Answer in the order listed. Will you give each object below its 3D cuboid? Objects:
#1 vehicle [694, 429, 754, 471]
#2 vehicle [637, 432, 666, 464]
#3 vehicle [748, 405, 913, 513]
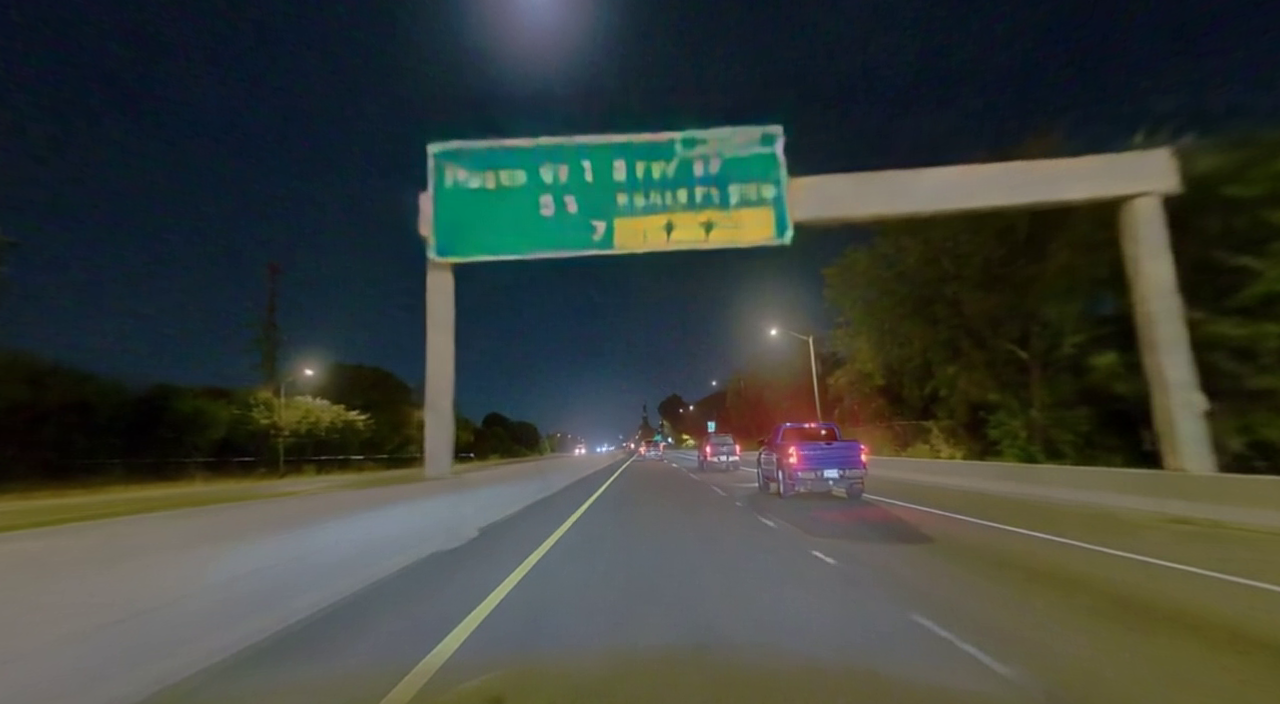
[{"bbox_3d":[4.567,5.460,35.253,2.594,2.155,5.670,0,-8,0],"label":"vehicle"},{"bbox_3d":[0.803,7.333,48.065,2.099,2.260,4.899,0,-8,0],"label":"vehicle"},{"bbox_3d":[4.117,2.438,14.758,2.145,2.069,5.057,0,-8,-1],"label":"vehicle"}]
